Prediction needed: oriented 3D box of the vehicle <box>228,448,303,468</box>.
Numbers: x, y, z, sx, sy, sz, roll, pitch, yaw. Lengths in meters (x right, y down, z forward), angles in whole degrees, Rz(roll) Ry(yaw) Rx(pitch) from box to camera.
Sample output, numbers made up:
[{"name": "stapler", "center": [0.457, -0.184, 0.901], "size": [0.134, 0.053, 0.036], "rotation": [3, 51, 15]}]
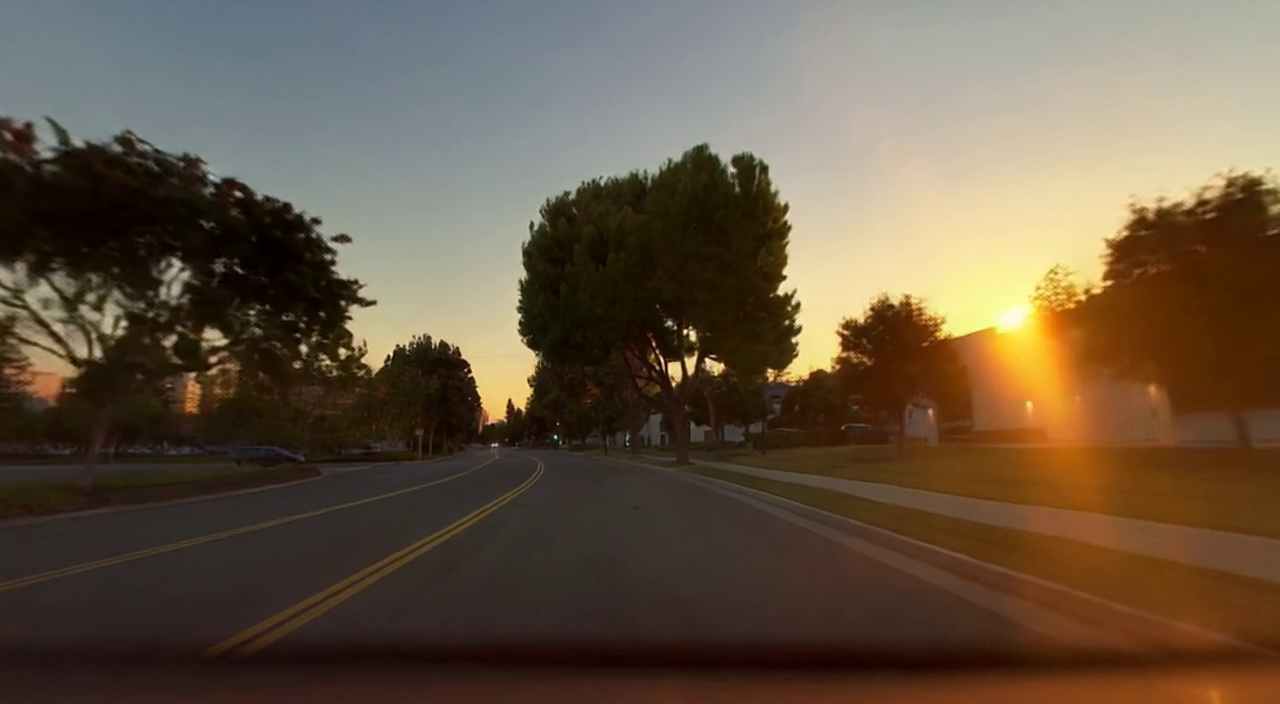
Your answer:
[{"name": "vehicle", "center": [-29.037, 8.252, 49.110], "size": [4.527, 1.441, 2.024], "rotation": [1, -8, -8]}]
